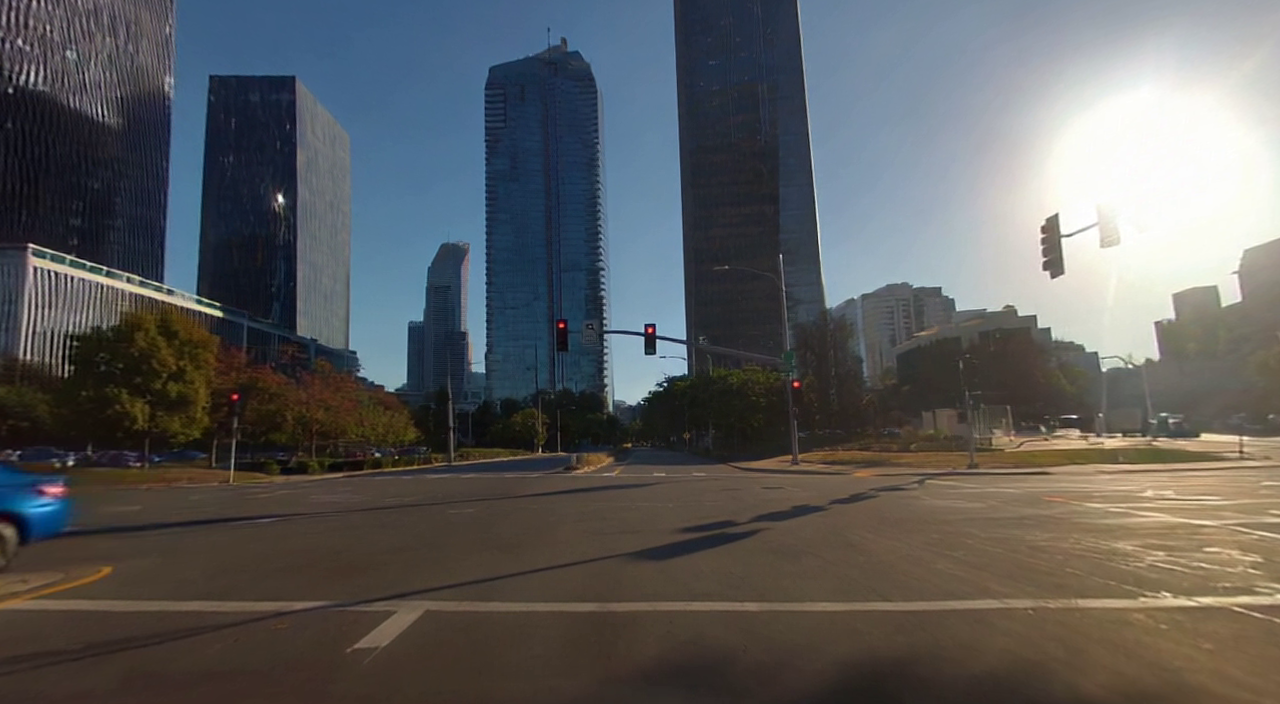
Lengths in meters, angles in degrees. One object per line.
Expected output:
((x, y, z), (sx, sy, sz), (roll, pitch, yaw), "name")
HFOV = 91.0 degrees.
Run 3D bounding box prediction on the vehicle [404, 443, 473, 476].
((-11.575, 6.217, 36.582), (2.069, 1.771, 4.947), (0, -9, 3), "vehicle")
